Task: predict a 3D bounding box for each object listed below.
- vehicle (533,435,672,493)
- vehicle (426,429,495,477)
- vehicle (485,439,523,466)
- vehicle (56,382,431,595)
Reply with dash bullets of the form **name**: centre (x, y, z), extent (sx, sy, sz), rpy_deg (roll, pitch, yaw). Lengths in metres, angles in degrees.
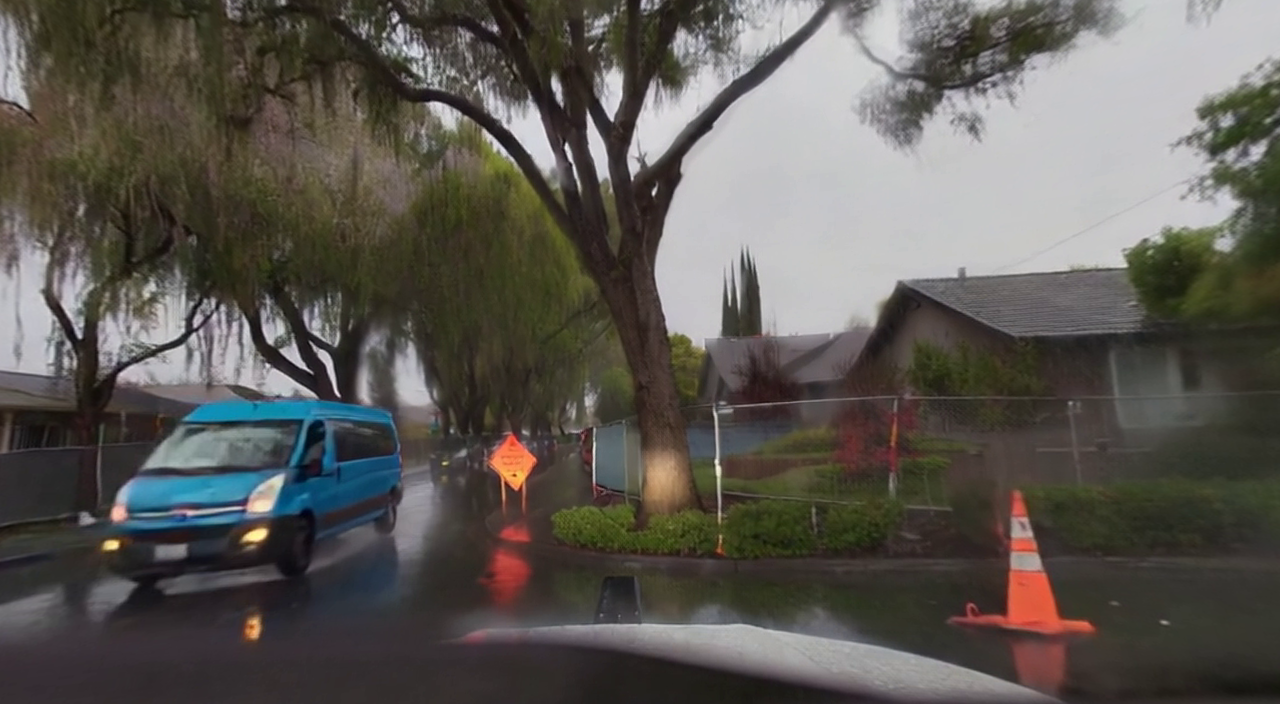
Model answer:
- **vehicle**: centre (-0.923, 3.062, 17.797), extent (1.827, 1.436, 4.070), rpy_deg (-5, -9, 33)
- **vehicle**: centre (-8.571, 4.825, 30.591), extent (2.042, 1.937, 4.960), rpy_deg (3, -6, -3)
- **vehicle**: centre (-8.886, 6.562, 41.425), extent (1.765, 1.493, 4.130), rpy_deg (3, -6, -3)
- **vehicle**: centre (-4.537, 1.596, 8.415), extent (2.219, 1.984, 4.712), rpy_deg (0, -8, -5)
